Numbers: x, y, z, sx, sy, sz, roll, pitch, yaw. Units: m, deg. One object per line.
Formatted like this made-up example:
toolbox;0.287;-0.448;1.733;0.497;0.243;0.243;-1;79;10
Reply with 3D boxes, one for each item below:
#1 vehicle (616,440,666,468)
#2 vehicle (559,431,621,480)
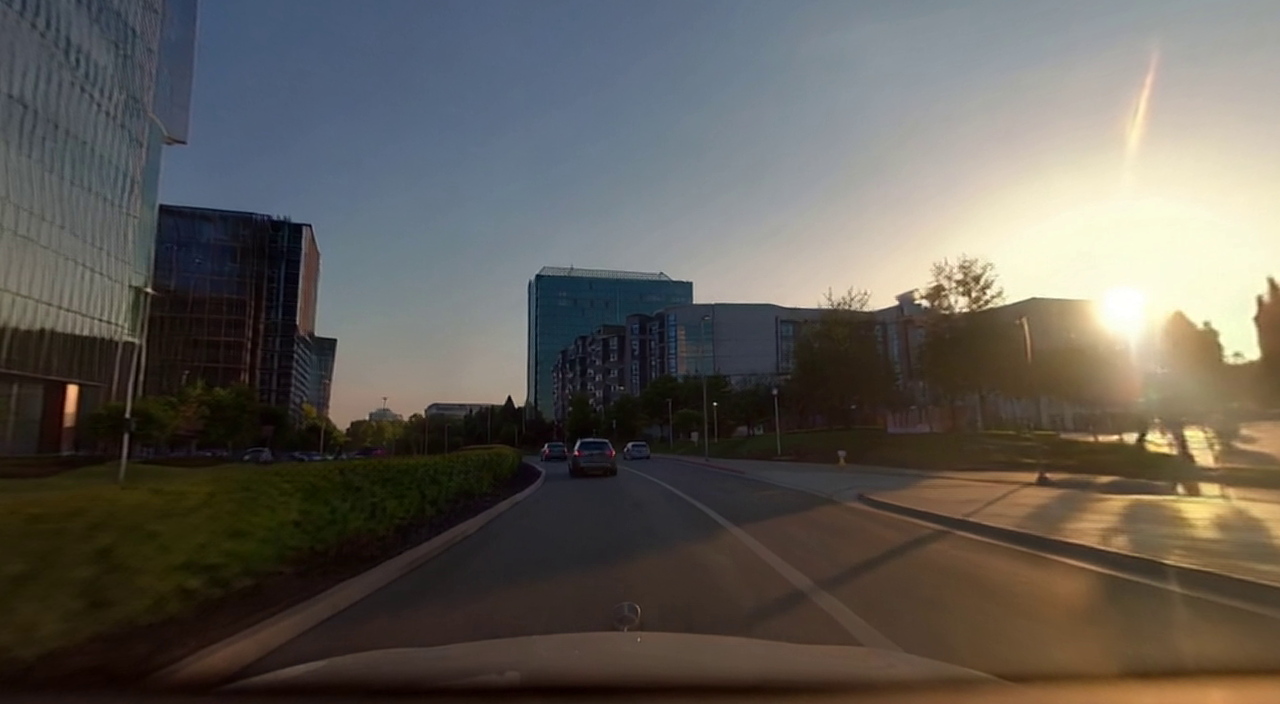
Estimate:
vehicle;-0.016;5.924;36.574;2.116;1.506;4.355;2;-9;-10
vehicle;-2.090;4.096;25.116;2.173;1.761;4.374;1;-9;-8
